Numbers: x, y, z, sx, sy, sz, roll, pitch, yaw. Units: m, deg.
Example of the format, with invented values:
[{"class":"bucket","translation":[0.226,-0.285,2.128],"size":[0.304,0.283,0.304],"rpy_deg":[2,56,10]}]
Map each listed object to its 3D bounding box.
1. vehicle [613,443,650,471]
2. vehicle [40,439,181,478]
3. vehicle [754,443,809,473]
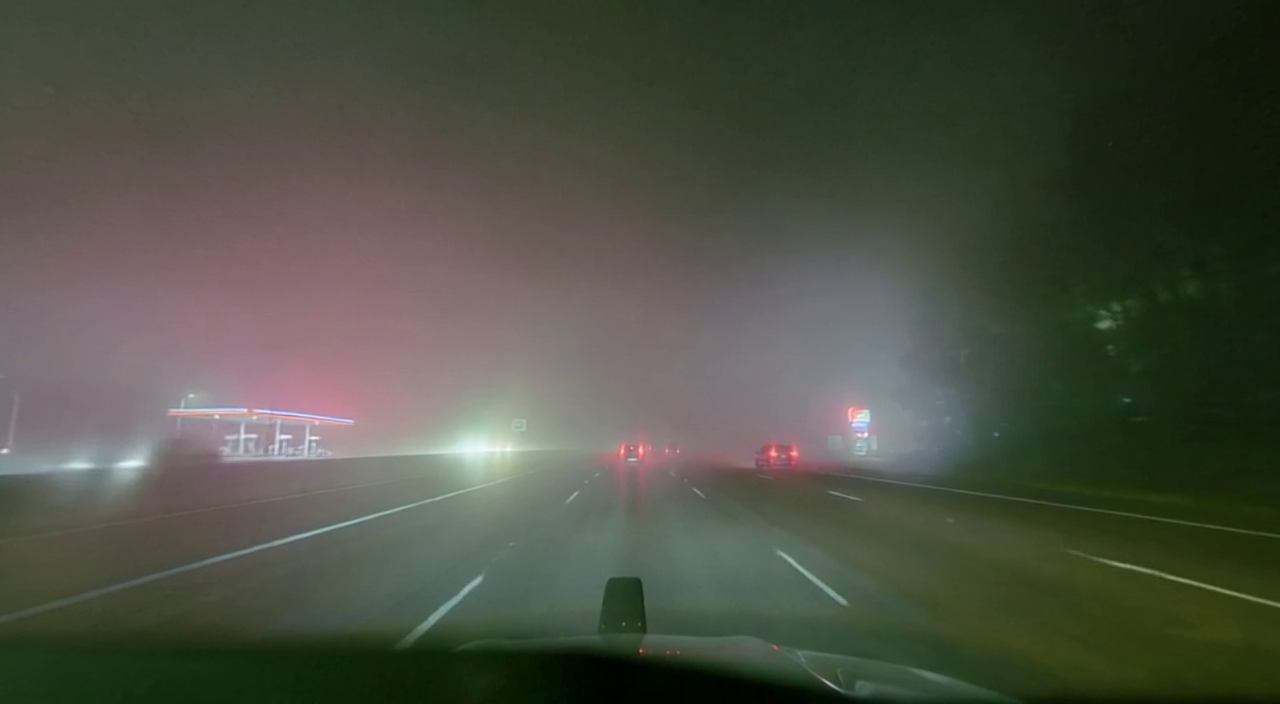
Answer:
[{"class":"vehicle","translation":[-0.491,5.925,35.690],"size":[1.999,1.473,4.351],"rpy_deg":[0,-9,-1]},{"class":"vehicle","translation":[-22.316,4.502,26.872],"size":[1.920,1.509,4.649],"rpy_deg":[0,-9,0]},{"class":"vehicle","translation":[7.473,5.635,33.730],"size":[1.867,1.463,4.295],"rpy_deg":[0,-9,-1]}]
